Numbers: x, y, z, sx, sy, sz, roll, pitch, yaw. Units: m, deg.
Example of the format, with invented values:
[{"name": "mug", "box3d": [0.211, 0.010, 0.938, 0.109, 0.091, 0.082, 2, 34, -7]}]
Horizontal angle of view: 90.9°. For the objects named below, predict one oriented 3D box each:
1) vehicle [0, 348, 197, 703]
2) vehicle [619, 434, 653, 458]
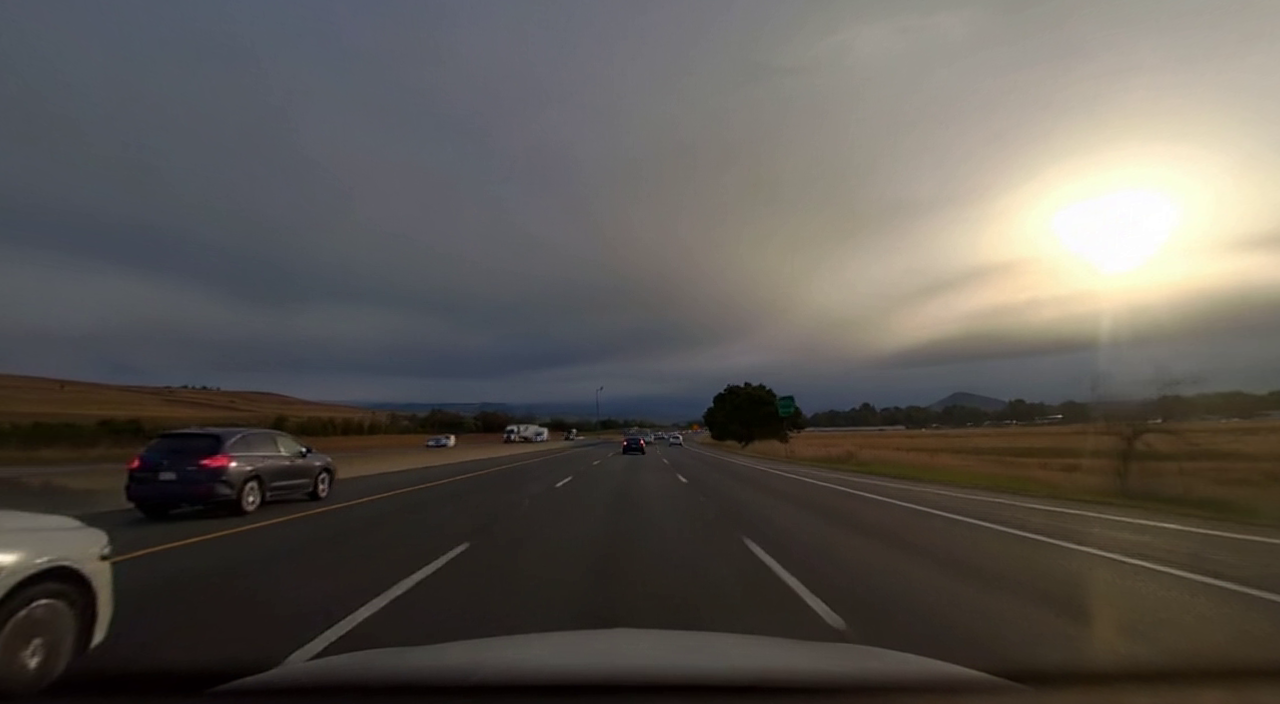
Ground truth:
[{"name": "vehicle", "box3d": [-3.865, 0.706, 1.760, 2.070, 1.703, 4.452, 0, -8, -1]}, {"name": "vehicle", "box3d": [-0.308, 6.177, 41.755, 2.140, 1.475, 3.969, 0, -8, -1]}]
